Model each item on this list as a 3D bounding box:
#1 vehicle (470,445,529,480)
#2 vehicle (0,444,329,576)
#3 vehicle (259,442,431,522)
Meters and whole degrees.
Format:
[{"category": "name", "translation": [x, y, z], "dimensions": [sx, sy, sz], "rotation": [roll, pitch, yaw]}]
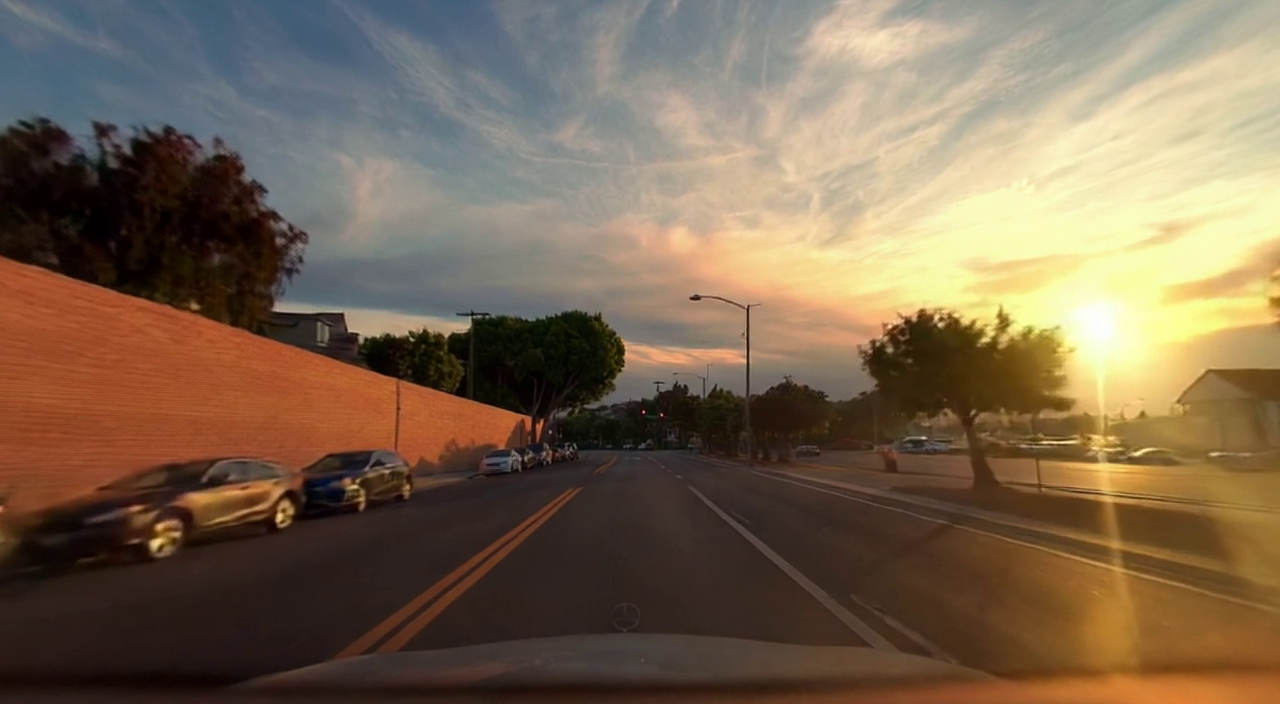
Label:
[{"category": "vehicle", "translation": [-6.999, 5.523, 31.856], "dimensions": [1.989, 1.485, 4.218], "rotation": [1, -8, 0]}, {"category": "vehicle", "translation": [-6.763, 2.182, 9.673], "dimensions": [1.760, 1.434, 4.471], "rotation": [1, -8, -1]}, {"category": "vehicle", "translation": [-6.755, 2.977, 15.171], "dimensions": [1.929, 1.491, 4.642], "rotation": [3, -8, -1]}]
